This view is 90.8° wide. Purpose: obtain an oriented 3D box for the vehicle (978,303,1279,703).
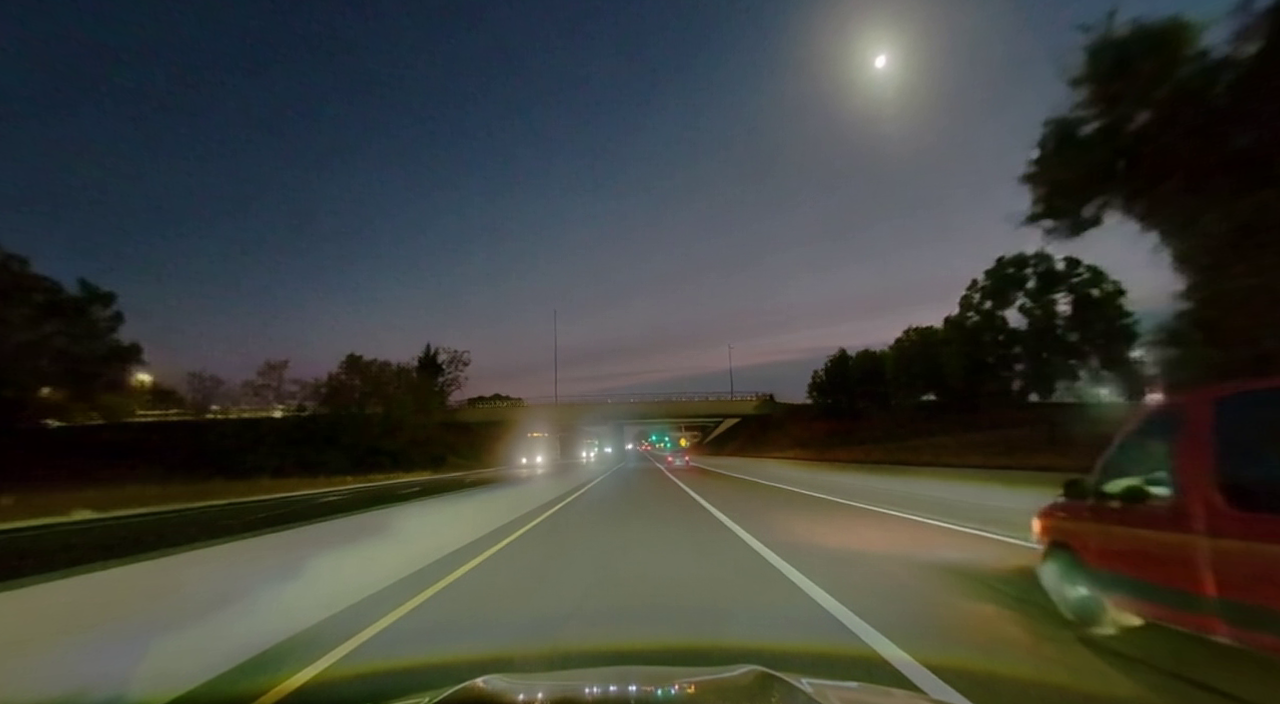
[{"bbox_3d":[3.867,0.742,2.391,2.152,1.998,5.380,0,-9,0],"label":"vehicle"}]
